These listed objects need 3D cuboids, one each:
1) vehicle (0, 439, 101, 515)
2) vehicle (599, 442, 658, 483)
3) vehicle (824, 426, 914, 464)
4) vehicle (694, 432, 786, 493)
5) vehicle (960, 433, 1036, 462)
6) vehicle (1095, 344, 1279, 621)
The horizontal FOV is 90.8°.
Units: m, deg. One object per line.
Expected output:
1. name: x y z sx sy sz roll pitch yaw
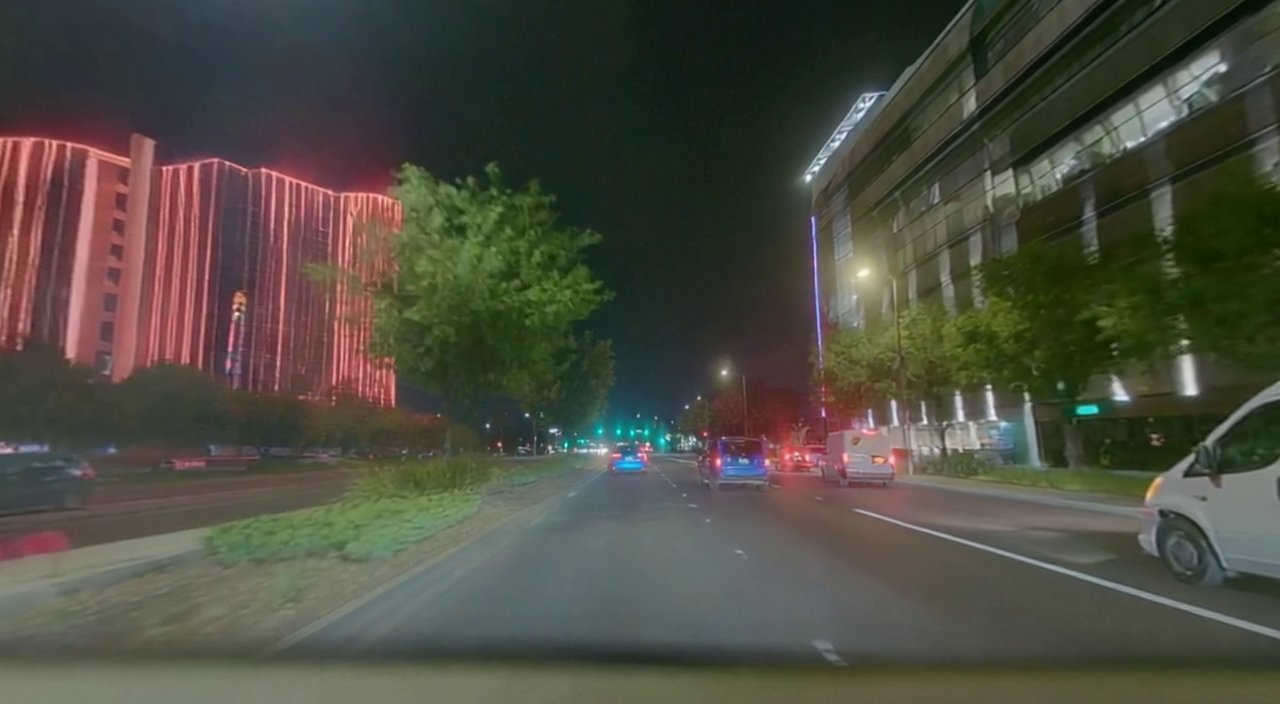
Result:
1. vehicle: -15.172 2.841 14.421 1.919 1.666 4.288 0 -8 0
2. vehicle: -0.412 4.242 24.559 2.095 1.456 3.873 0 -8 0
3. vehicle: 17.594 7.172 48.806 5.907 2.777 2.431 0 -8 -2
4. vehicle: 3.003 3.422 19.923 2.047 1.711 4.265 0 -8 -2
5. vehicle: 27.488 7.334 48.547 4.770 2.109 2.230 2 -9 -16
6. vehicle: 6.277 0.868 3.968 2.573 2.127 5.568 0 -9 -1
